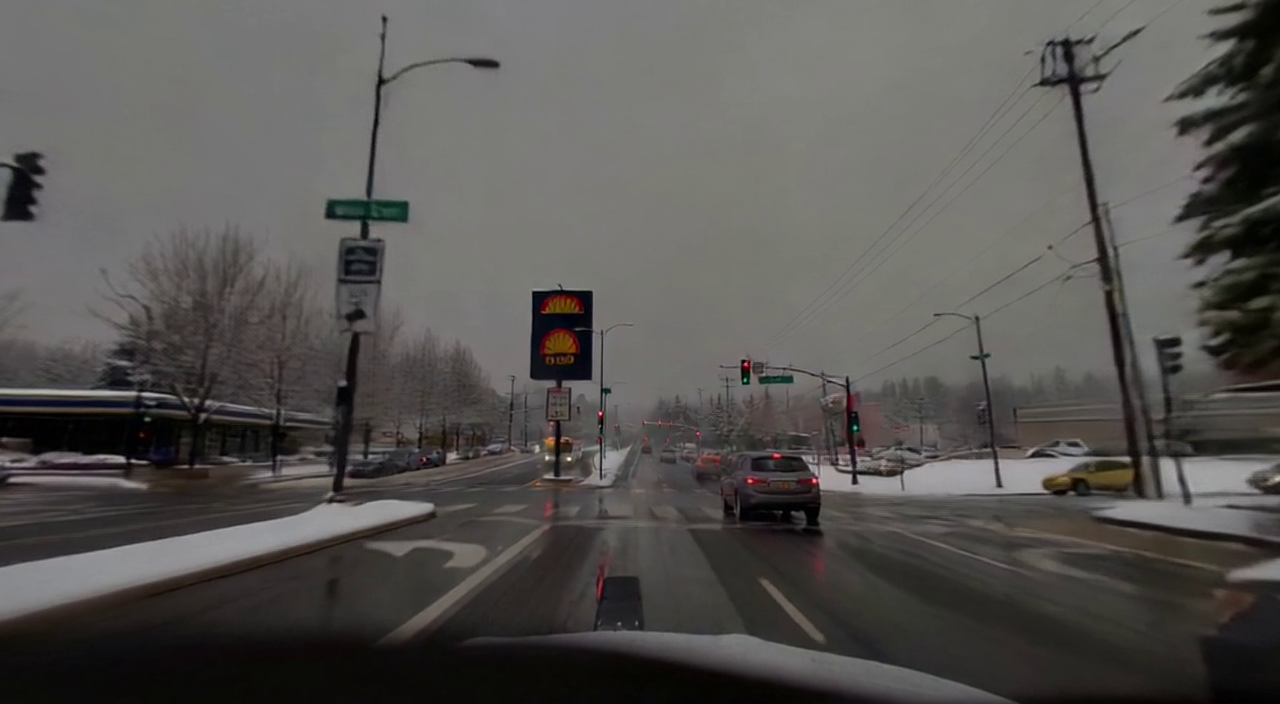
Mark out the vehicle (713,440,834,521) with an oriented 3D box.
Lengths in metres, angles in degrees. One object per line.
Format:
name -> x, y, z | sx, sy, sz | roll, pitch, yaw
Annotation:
vehicle -> 3.076, 3.049, 15.499 | 1.999, 1.679, 4.217 | 1, -9, -1

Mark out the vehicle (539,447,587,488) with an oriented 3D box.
vehicle -> -3.747, 5.776, 31.087 | 2.189, 1.836, 4.693 | 1, -12, -6

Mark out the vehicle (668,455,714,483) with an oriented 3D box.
vehicle -> 2.937, 6.883, 37.186 | 2.282, 1.458, 4.362 | 1, -9, 0

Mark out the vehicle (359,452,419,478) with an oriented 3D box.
vehicle -> -17.792, 8.021, 44.917 | 1.956, 1.634, 5.000 | 0, -9, 3

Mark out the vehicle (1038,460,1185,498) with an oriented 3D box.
vehicle -> 20.901, 5.648, 28.091 | 4.727, 1.514, 2.211 | 0, -9, 1
